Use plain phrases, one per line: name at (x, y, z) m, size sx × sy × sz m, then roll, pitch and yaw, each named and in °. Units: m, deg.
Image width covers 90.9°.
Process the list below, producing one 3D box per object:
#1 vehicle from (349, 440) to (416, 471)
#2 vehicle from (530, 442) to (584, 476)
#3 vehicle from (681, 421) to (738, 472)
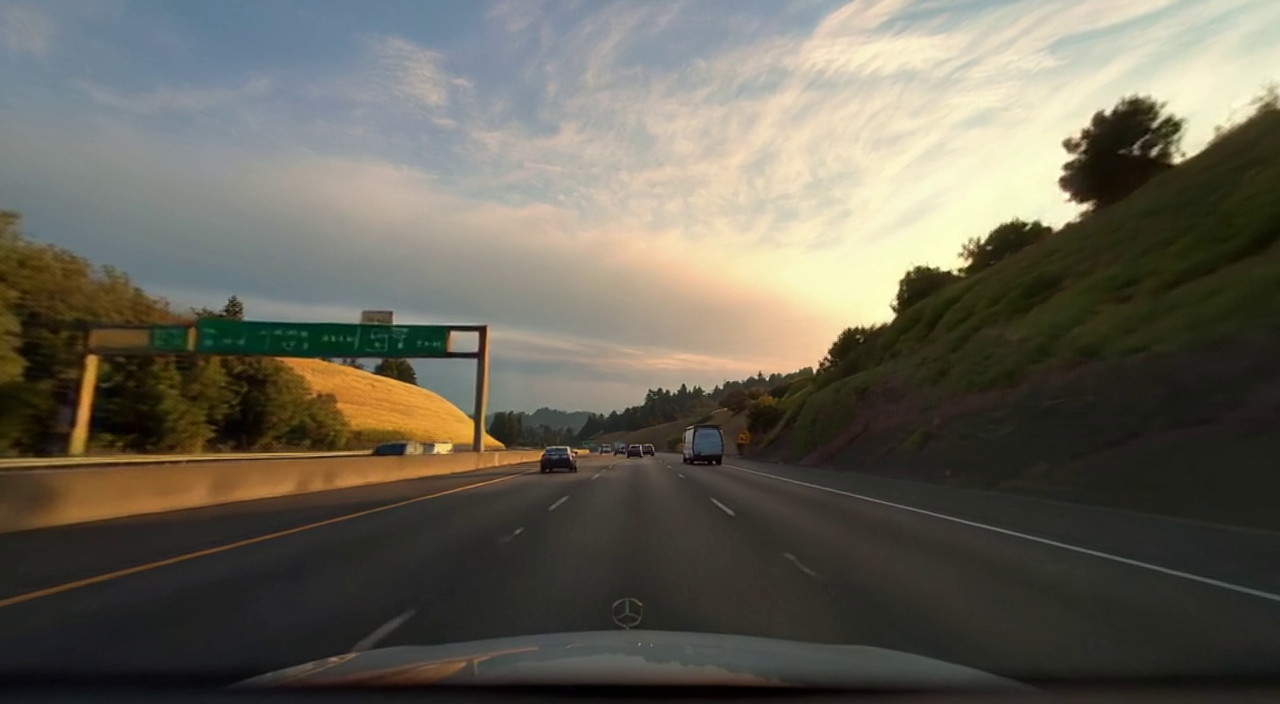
vehicle at (-12.331, 4.975, 30.458) m, size 1.668 × 1.382 × 3.740 m, roll 0°, pitch -9°, yaw 0°
vehicle at (-4.029, 5.327, 31.477) m, size 2.054 × 1.529 × 4.368 m, roll 0°, pitch -9°, yaw 1°
vehicle at (3.766, 5.314, 35.367) m, size 2.361 × 2.636 × 5.684 m, roll 0°, pitch -9°, yaw -1°
